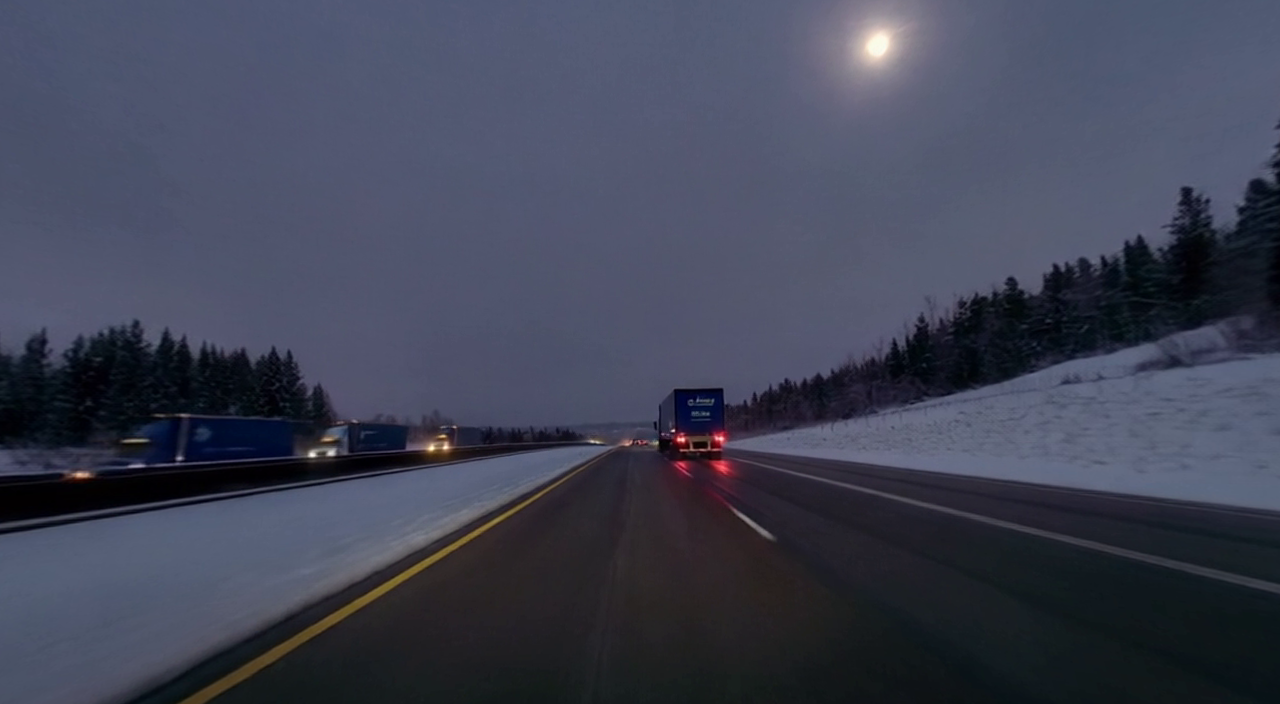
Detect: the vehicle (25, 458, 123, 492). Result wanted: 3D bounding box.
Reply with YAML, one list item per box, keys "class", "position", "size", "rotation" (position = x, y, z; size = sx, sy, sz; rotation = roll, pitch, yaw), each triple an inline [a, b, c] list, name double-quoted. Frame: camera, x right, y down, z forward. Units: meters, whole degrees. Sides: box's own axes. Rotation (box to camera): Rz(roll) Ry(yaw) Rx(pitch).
- class: "vehicle"
  position: [-28.141, 6.081, 31.435]
  size: [1.833, 1.425, 4.295]
  rotation: [2, -8, -16]

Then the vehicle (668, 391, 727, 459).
- class: "vehicle"
  position: [3.470, 4.742, 40.410]
  size: [2.888, 3.866, 8.380]
  rotation: [0, -8, -1]

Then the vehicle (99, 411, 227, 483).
- class: "vehicle"
  position: [-29.261, 5.835, 39.074]
  size: [3.001, 4.033, 6.755]
  rotation: [1, -8, -6]
